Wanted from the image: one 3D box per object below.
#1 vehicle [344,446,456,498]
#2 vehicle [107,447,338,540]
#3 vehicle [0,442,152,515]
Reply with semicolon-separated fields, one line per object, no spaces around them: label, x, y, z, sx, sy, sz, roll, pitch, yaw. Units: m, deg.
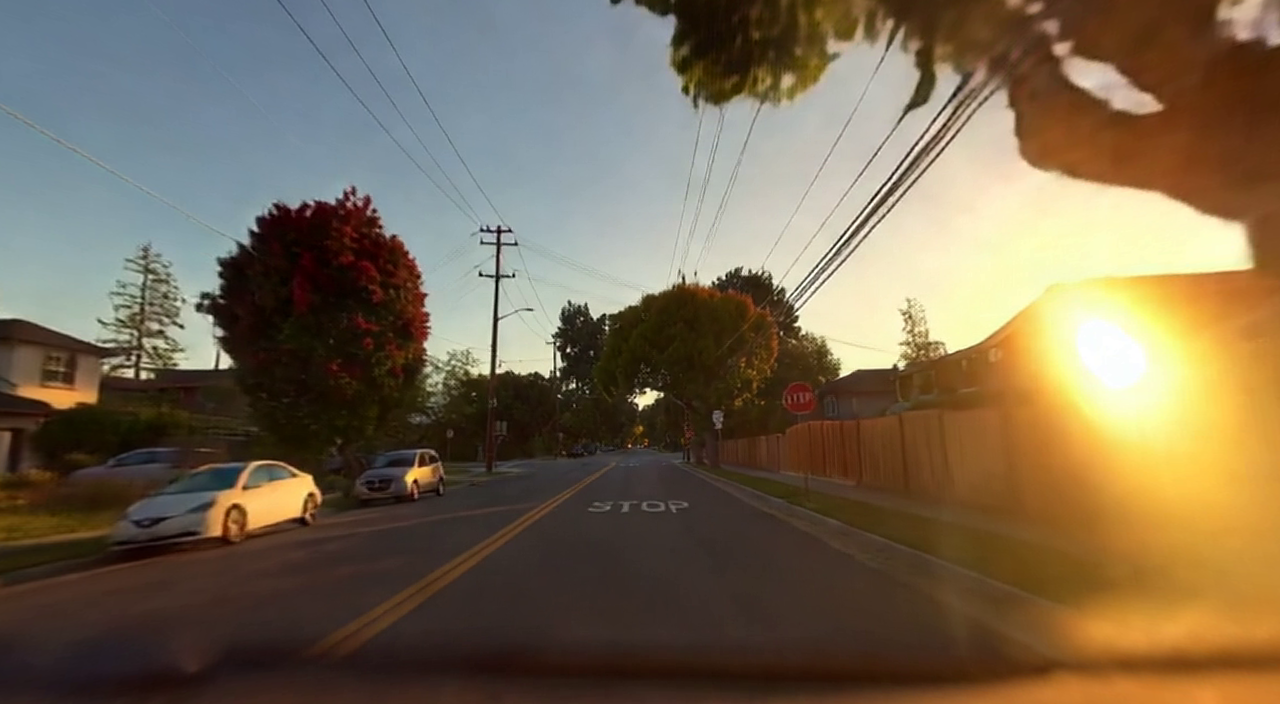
vehicle;-8.489;4.261;22.812;2.047;1.679;3.948;-2;-9;8
vehicle;-8.534;2.870;13.467;1.950;1.627;4.027;-1;-8;4
vehicle;-16.294;3.350;17.023;4.364;1.802;2.122;1;-9;-8
